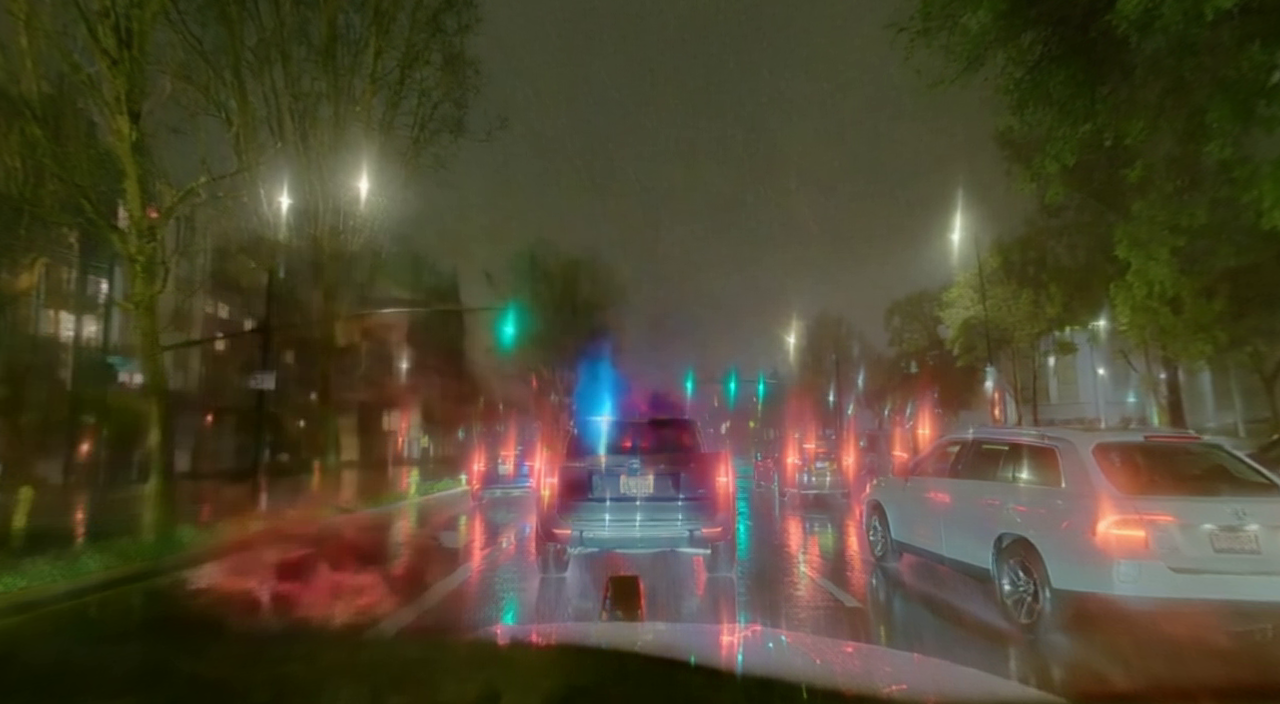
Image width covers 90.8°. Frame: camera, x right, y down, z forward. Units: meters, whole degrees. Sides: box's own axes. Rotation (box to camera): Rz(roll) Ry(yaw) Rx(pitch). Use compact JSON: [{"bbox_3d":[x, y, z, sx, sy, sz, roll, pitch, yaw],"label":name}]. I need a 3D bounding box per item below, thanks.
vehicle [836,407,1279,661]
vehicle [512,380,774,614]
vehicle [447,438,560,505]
[{"bbox_3d":[3.645,1.409,6.071,1.995,1.483,4.533,0,-8,-1],"label":"vehicle"},{"bbox_3d":[-0.027,1.458,7.269,2.038,1.819,4.505,0,-8,-1],"label":"vehicle"},{"bbox_3d":[-3.304,2.983,16.208,1.913,1.464,4.276,0,-8,0],"label":"vehicle"}]
